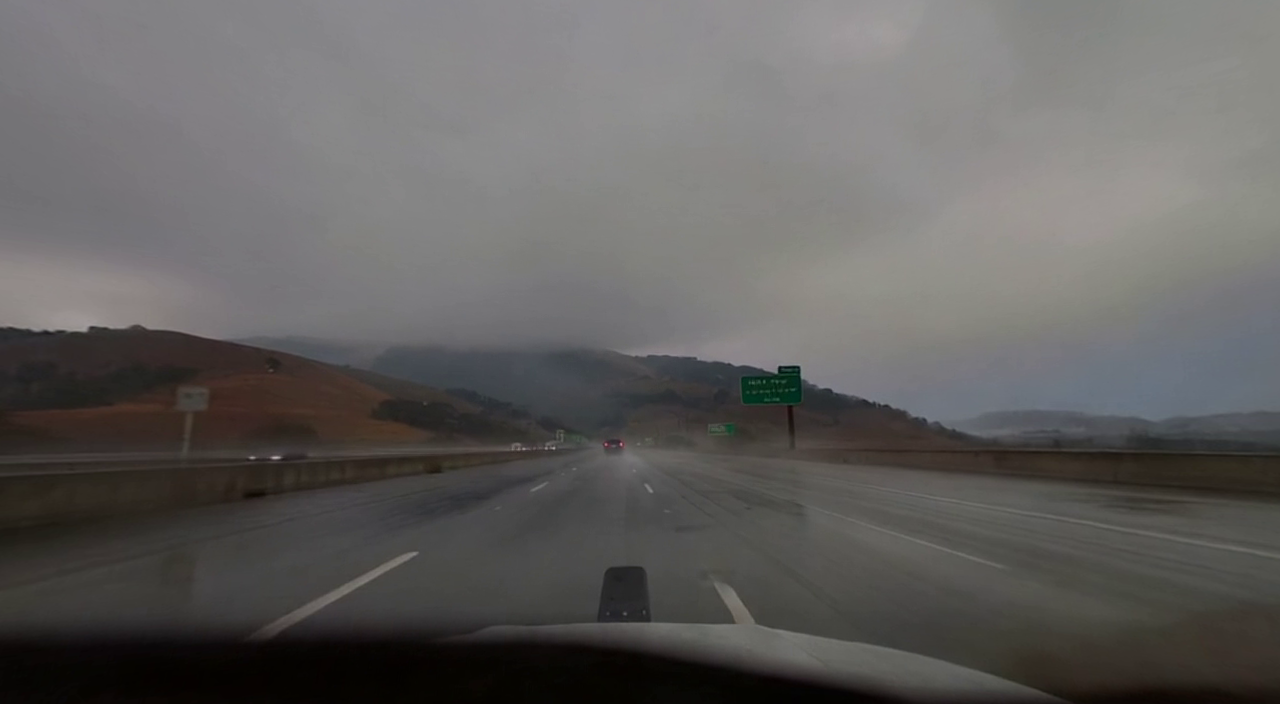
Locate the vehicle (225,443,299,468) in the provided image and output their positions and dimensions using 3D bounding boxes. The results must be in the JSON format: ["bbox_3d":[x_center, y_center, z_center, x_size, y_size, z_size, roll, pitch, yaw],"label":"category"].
[{"bbox_3d":[-24.513,6.716,41.083,2.199,1.481,4.230,0,-9,-1],"label":"vehicle"}]
